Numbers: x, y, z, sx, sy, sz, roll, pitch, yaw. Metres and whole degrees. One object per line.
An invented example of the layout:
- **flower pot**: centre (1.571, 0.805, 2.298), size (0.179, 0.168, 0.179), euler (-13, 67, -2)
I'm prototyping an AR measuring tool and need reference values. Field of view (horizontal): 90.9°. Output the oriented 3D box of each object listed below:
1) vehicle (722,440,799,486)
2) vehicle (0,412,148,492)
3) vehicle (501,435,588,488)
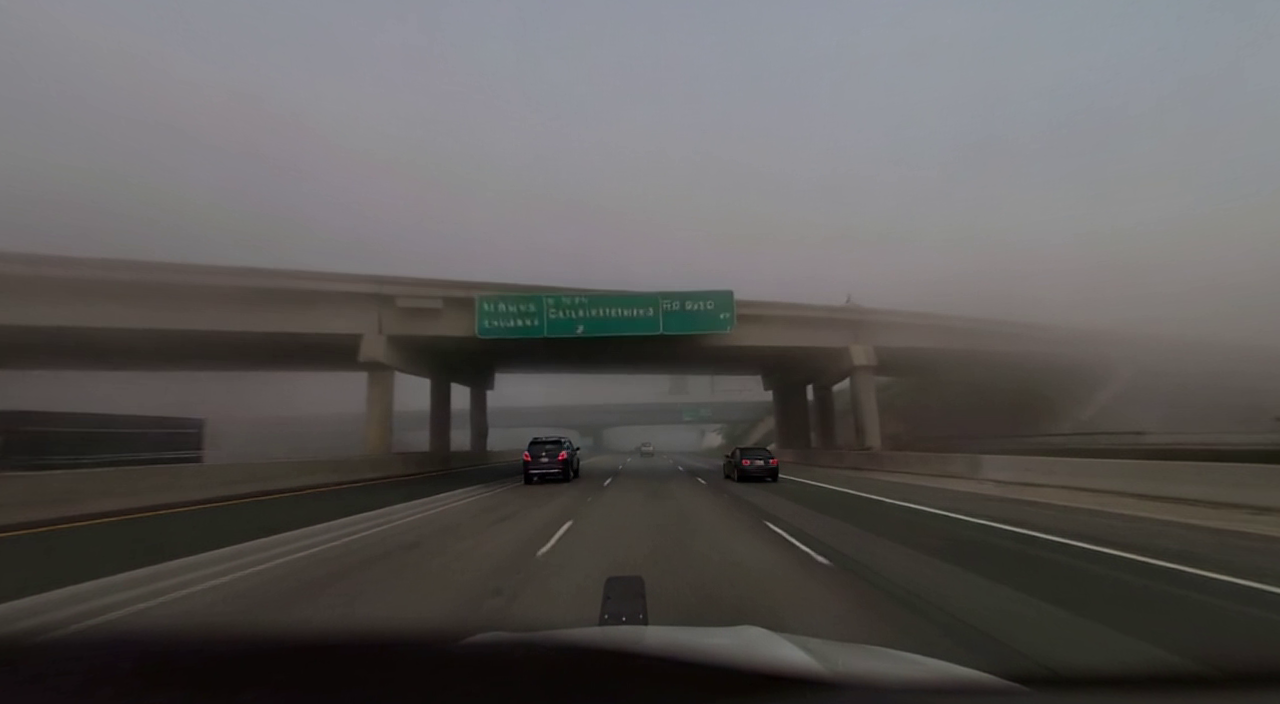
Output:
- **vehicle**: centre (4.230, 3.947, 22.826), size (1.908, 1.483, 4.259), euler (0, -8, -1)
- **vehicle**: centre (-28.938, 4.769, 30.301), size (2.858, 3.421, 9.440), euler (0, -8, 0)
- **vehicle**: centre (-3.319, 3.937, 23.059), size (2.259, 1.706, 4.924), euler (0, -8, 2)
